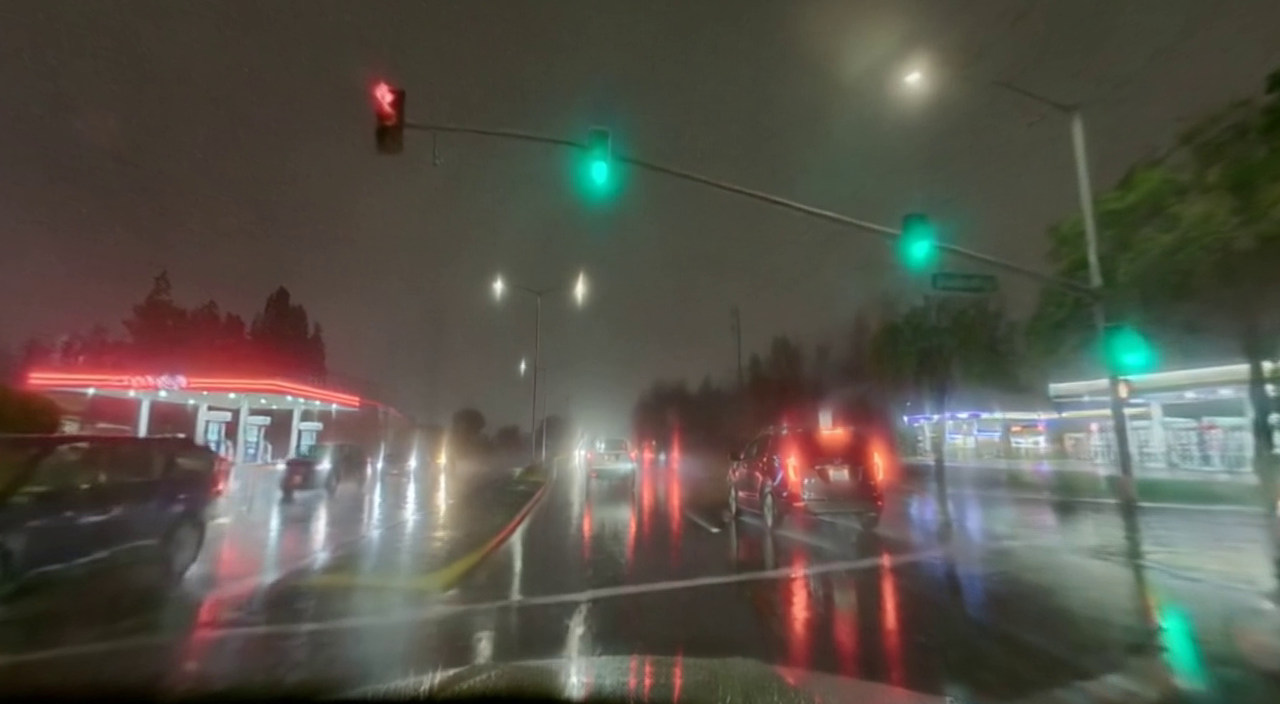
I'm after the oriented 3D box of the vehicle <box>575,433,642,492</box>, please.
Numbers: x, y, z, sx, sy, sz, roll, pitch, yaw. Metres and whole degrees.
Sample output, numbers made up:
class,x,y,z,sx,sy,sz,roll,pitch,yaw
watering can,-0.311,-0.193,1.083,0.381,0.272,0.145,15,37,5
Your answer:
class,x,y,z,sx,sy,sz,roll,pitch,yaw
vehicle,-1.182,3.729,21.630,2.051,1.798,4.168,1,-8,-6

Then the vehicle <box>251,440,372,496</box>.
class,x,y,z,sx,sy,sz,roll,pitch,yaw
vehicle,-10.277,3.616,20.077,1.943,1.575,3.927,0,-8,-4

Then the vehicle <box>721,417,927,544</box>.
class,x,y,z,sx,sy,sz,roll,pitch,yaw
vehicle,2.834,2.091,10.901,2.000,1.745,4.206,1,-8,-5

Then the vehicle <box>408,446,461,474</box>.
class,x,y,z,sx,sy,sz,roll,pitch,yaw
vehicle,-11.437,6.006,35.315,1.872,1.439,4.507,1,-8,-5

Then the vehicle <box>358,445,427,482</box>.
class,x,y,z,sx,sy,sz,roll,pitch,yaw
vehicle,-10.322,4.633,26.490,1.665,1.442,3.720,1,-8,-5

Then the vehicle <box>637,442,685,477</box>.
class,x,y,z,sx,sy,sz,roll,pitch,yaw
vehicle,0.982,5.310,31.414,1.800,1.592,3.658,1,-8,-8

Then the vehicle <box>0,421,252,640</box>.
class,x,y,z,sx,sy,sz,roll,pitch,yaw
vehicle,-5.521,1.385,5.337,1.987,1.505,4.337,1,-8,-5
